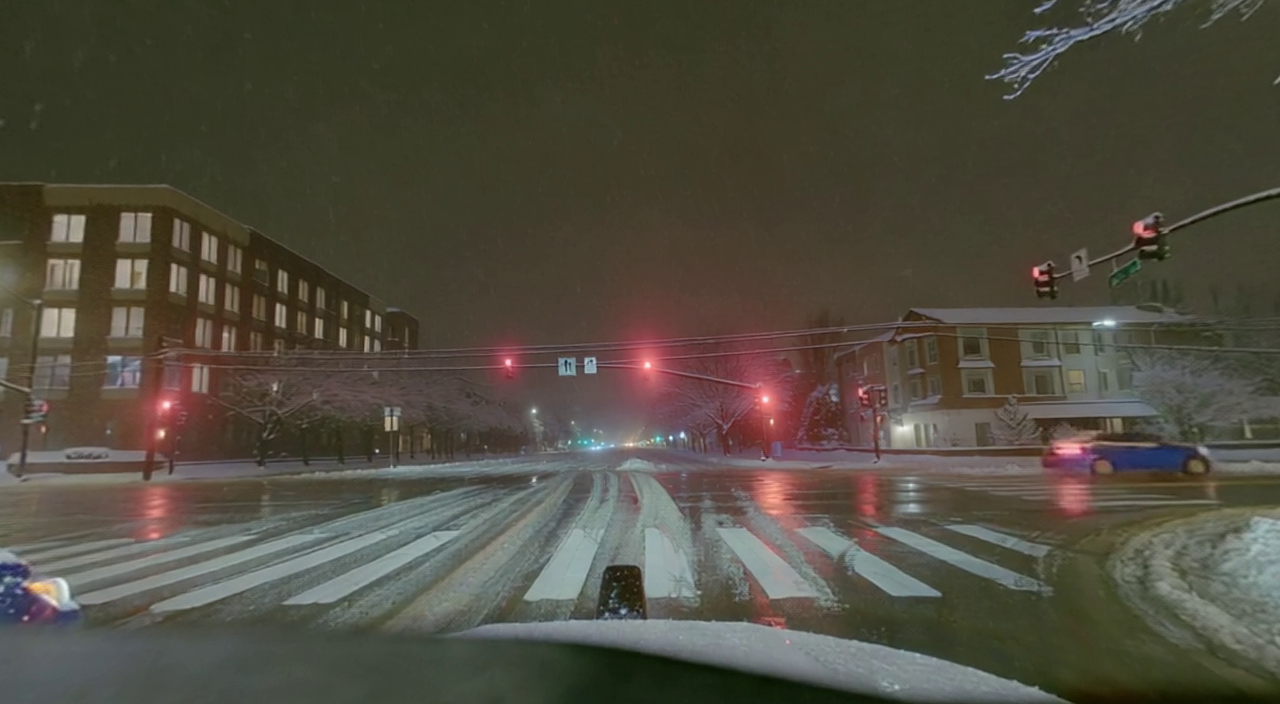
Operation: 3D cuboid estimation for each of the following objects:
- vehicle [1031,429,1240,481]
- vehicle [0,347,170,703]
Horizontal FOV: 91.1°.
[{"bbox_3d":[14.539,3.041,18.621,4.551,1.454,1.941,0,-8,-1],"label":"vehicle"},{"bbox_3d":[-3.634,0.615,1.062,2.109,1.692,4.587,0,-8,0],"label":"vehicle"}]
